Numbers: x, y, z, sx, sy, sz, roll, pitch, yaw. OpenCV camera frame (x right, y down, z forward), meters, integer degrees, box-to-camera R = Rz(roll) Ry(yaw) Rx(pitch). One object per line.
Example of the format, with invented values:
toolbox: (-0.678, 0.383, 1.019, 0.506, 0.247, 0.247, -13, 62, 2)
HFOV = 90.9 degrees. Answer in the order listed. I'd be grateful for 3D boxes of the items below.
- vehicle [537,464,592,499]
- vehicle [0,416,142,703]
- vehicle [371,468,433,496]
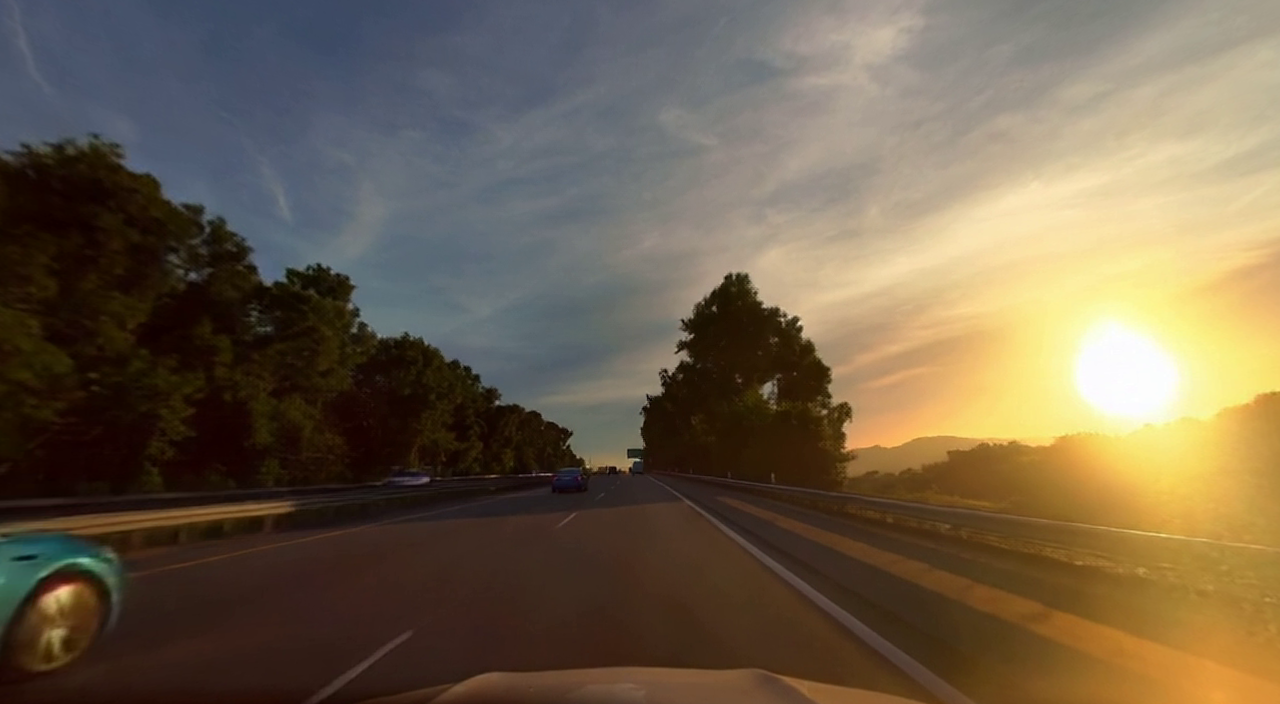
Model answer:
vehicle: (-3.552, 6.244, 30.599, 2.006, 1.516, 4.820, 1, -11, 0)
vehicle: (-4.293, 0.808, 1.721, 2.040, 1.525, 4.603, 1, -11, 0)
vehicle: (-13.735, 7.501, 36.580, 1.839, 1.478, 4.425, 1, -11, 0)
